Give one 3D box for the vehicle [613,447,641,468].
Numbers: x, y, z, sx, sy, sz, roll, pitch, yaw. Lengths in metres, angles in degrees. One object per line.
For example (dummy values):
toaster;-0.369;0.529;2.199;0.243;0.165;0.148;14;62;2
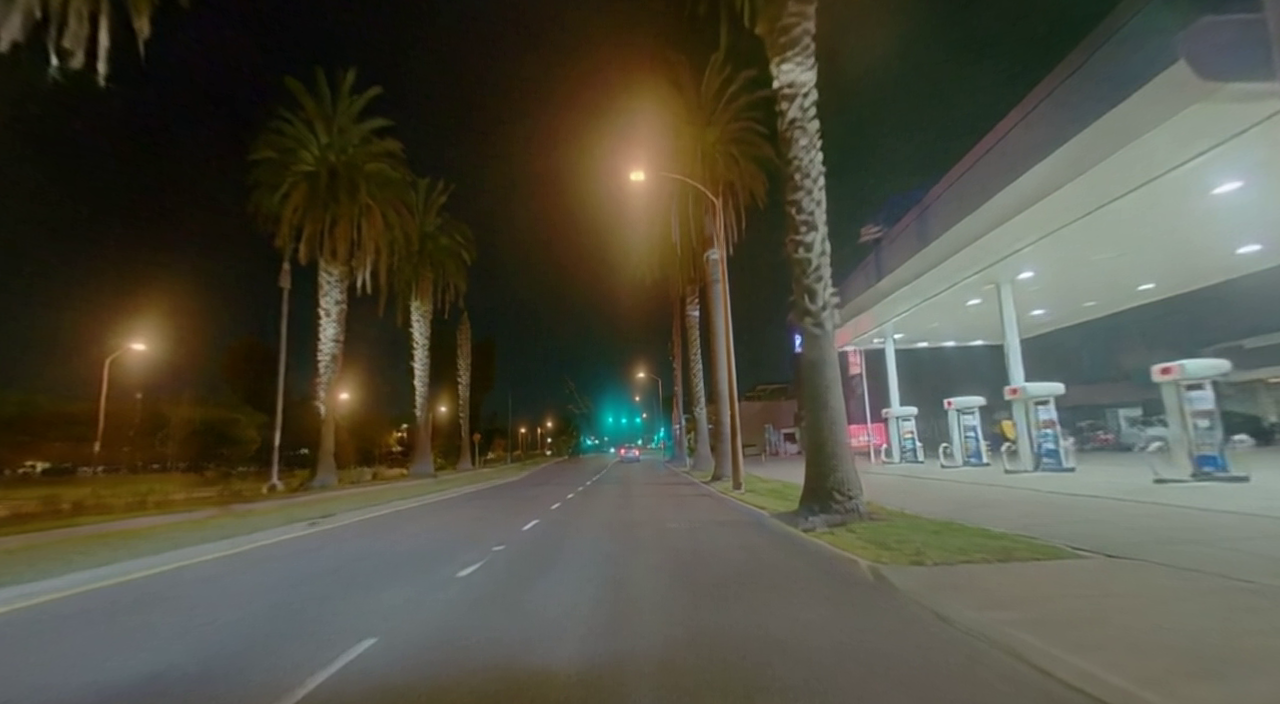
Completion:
vehicle;-0.952;7.903;47.411;2.050;1.509;4.148;0;-8;0
